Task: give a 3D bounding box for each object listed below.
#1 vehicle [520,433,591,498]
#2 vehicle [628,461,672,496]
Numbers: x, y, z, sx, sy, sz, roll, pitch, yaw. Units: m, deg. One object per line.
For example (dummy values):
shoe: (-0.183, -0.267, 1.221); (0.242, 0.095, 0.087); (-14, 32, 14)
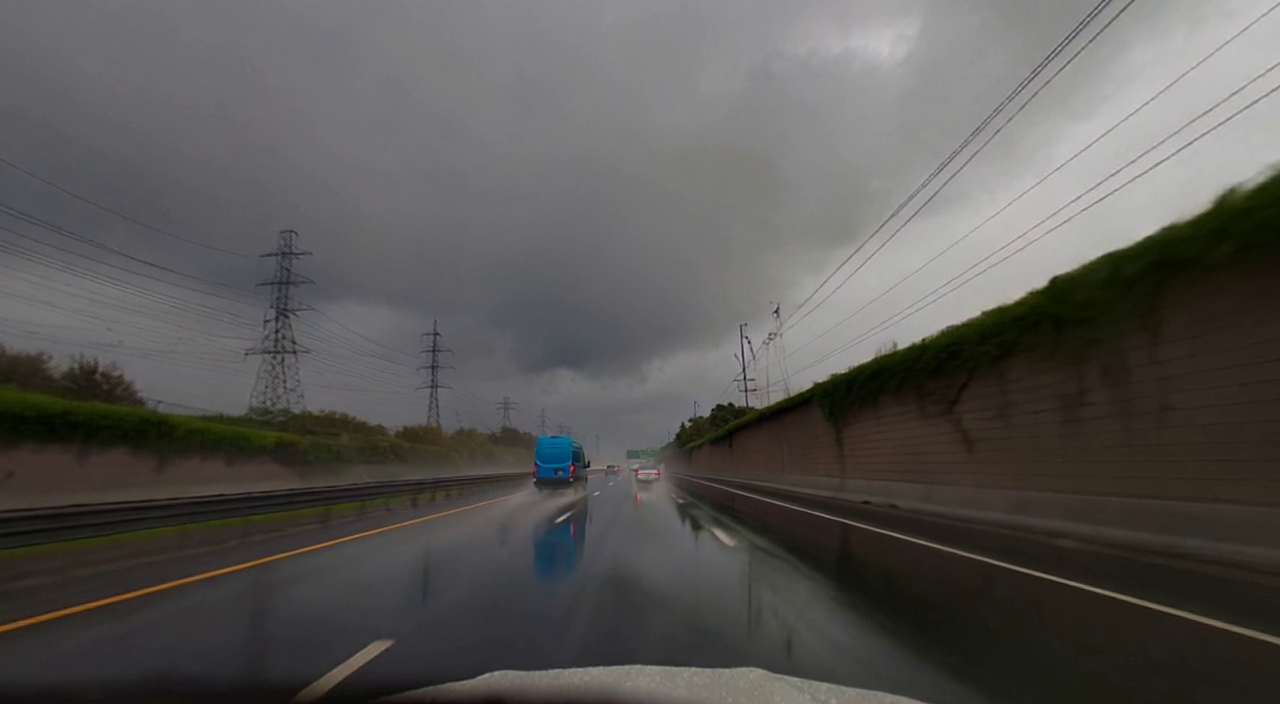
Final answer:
vehicle: (-3.782, 5.342, 29.601); (2.394, 2.609, 6.875); (1, -11, 0)
vehicle: (0.461, 6.248, 31.242); (2.006, 1.554, 3.863); (1, -11, 0)
